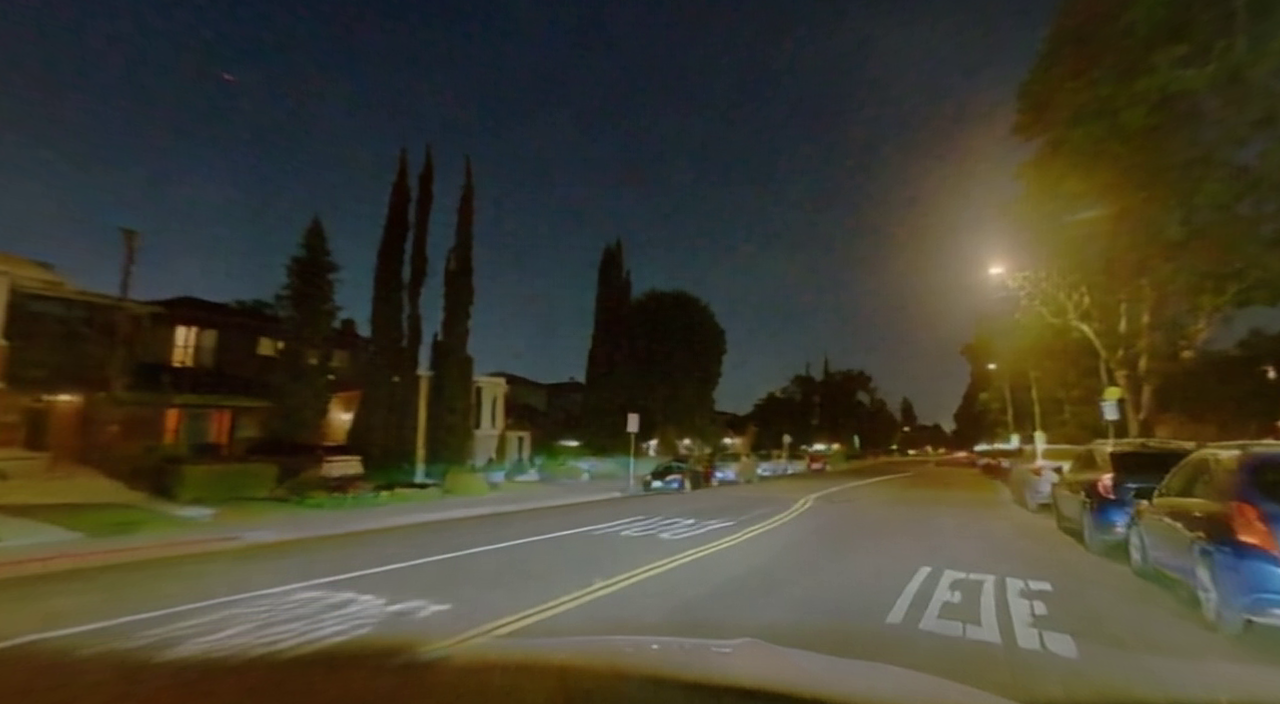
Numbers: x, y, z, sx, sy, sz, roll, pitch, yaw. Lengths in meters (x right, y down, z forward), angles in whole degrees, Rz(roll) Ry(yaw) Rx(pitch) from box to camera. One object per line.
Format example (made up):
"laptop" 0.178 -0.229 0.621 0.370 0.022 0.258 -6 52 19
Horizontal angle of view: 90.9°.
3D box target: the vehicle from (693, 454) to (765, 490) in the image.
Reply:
"vehicle" 4.227 5.545 29.412 1.948 1.477 4.518 -6 -10 25

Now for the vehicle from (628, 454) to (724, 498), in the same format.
"vehicle" 1.486 4.631 23.921 1.963 1.470 4.671 -5 -10 25

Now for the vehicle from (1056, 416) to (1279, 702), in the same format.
"vehicle" 5.350 1.479 5.470 2.315 1.668 4.425 -4 -10 27

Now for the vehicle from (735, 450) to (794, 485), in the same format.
"vehicle" 6.935 6.311 34.691 1.973 1.755 4.528 -5 -10 26

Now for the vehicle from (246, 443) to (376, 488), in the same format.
"vehicle" -12.739 4.331 24.419 4.554 1.595 2.028 -4 -10 25
